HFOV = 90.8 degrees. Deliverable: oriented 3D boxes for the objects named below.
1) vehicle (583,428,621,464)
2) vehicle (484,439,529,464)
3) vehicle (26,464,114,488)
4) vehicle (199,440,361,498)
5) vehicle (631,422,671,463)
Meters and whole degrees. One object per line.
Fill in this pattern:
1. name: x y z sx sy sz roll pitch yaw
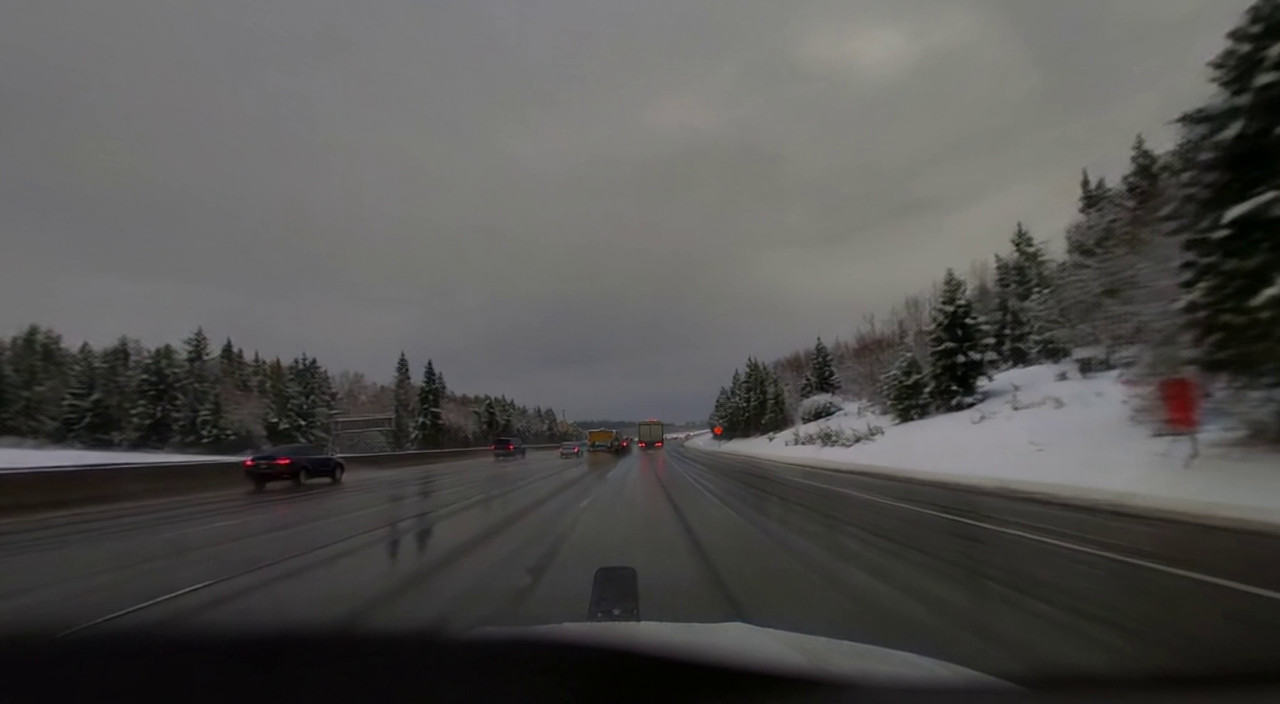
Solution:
1. vehicle: -2.770 7.116 47.732 2.328 2.519 5.238 0 -8 2
2. vehicle: -9.973 7.454 47.605 2.080 1.777 5.450 0 -8 2
3. vehicle: -43.283 9.409 48.141 2.107 1.552 4.767 0 -9 2
4. vehicle: -10.206 3.329 18.442 1.952 1.457 4.689 0 -8 0
5. vehicle: 0.849 6.833 47.919 2.768 2.854 6.757 1 -8 1
